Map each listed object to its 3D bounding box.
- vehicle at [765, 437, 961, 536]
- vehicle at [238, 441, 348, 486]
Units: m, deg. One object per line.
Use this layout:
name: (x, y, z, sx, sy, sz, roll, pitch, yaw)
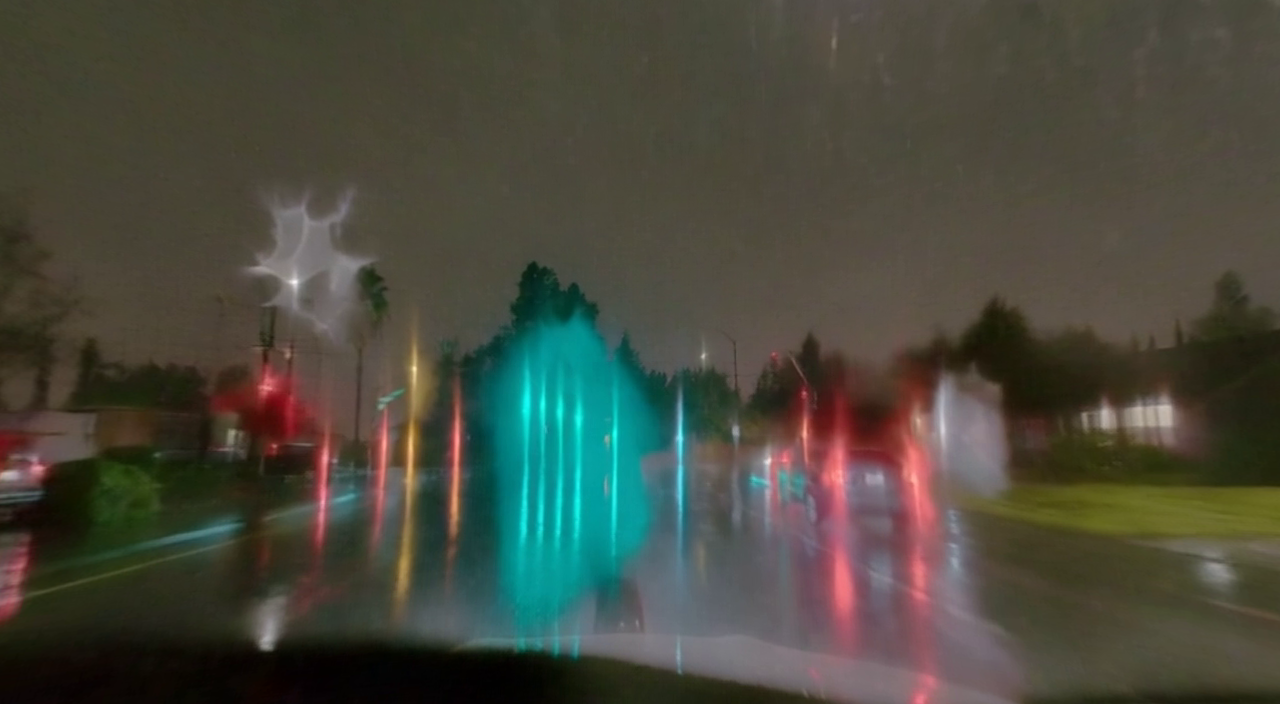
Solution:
vehicle: (3.852, 2.397, 12.016, 2.065, 1.478, 4.828, 0, -9, 1)
vehicle: (-13.743, 4.415, 25.393, 2.003, 1.637, 4.297, 0, -9, -1)
